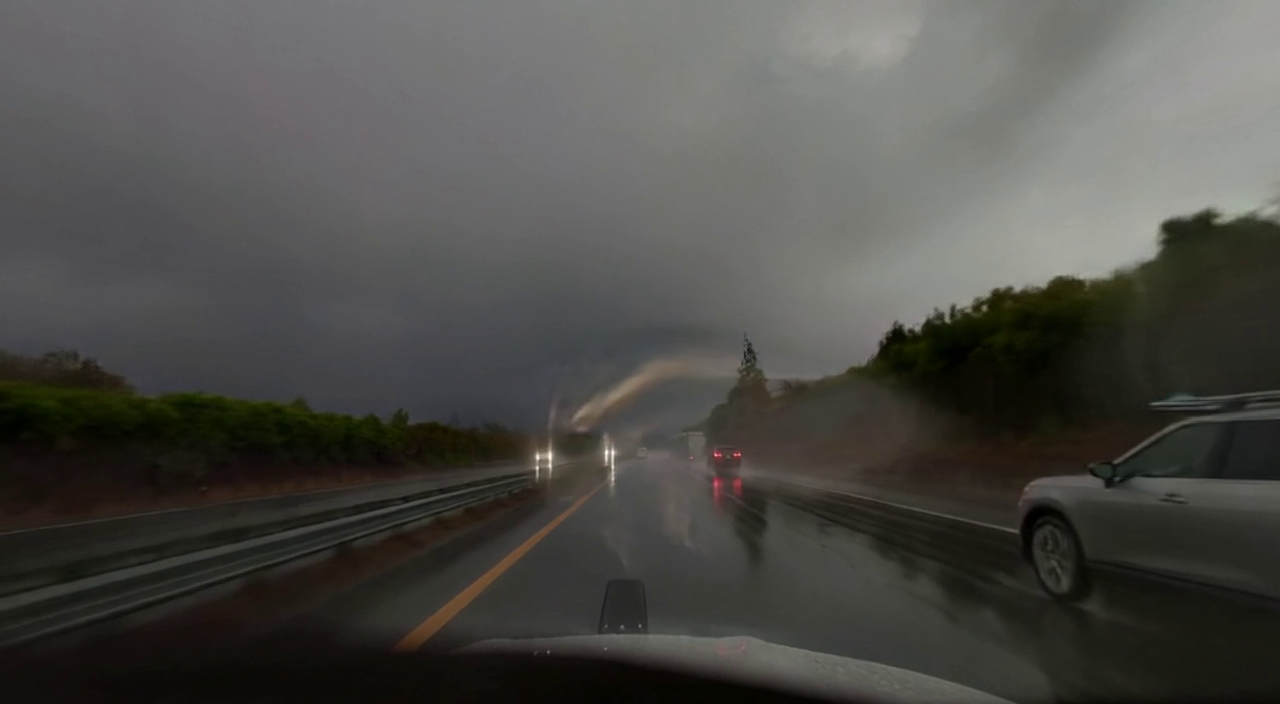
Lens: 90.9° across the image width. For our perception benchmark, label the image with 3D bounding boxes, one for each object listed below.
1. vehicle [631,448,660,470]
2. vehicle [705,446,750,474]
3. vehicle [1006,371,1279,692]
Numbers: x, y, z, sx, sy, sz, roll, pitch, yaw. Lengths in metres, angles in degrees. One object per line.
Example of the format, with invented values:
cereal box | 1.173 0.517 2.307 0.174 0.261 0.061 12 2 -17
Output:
vehicle | 0.383 7.853 46.364 1.991 1.459 3.769 0 -9 0
vehicle | 4.938 6.159 36.131 1.964 1.513 3.707 0 -9 -1
vehicle | 4.225 0.940 3.424 1.978 1.604 4.128 0 -9 1
